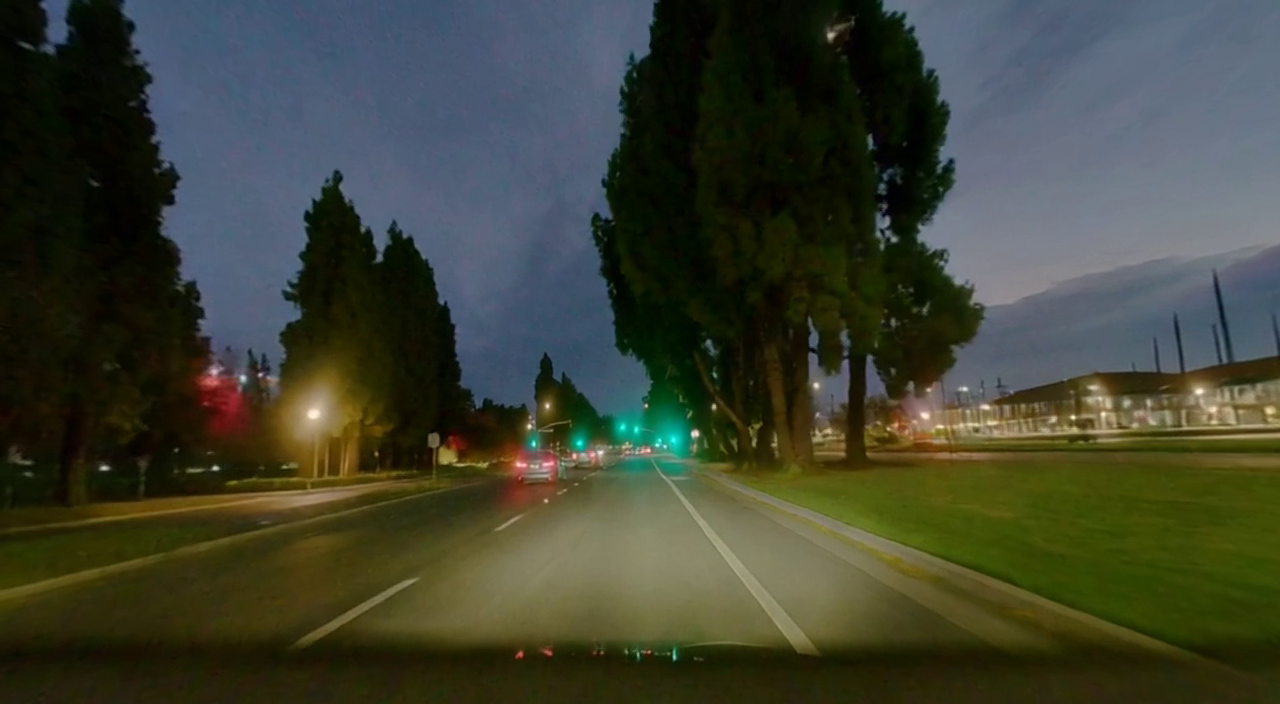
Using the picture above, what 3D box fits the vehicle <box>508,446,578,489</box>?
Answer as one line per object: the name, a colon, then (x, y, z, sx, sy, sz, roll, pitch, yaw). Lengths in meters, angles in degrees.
vehicle: (-3.586, 4.324, 24.039, 1.932, 1.431, 4.144, -1, -8, 1)
